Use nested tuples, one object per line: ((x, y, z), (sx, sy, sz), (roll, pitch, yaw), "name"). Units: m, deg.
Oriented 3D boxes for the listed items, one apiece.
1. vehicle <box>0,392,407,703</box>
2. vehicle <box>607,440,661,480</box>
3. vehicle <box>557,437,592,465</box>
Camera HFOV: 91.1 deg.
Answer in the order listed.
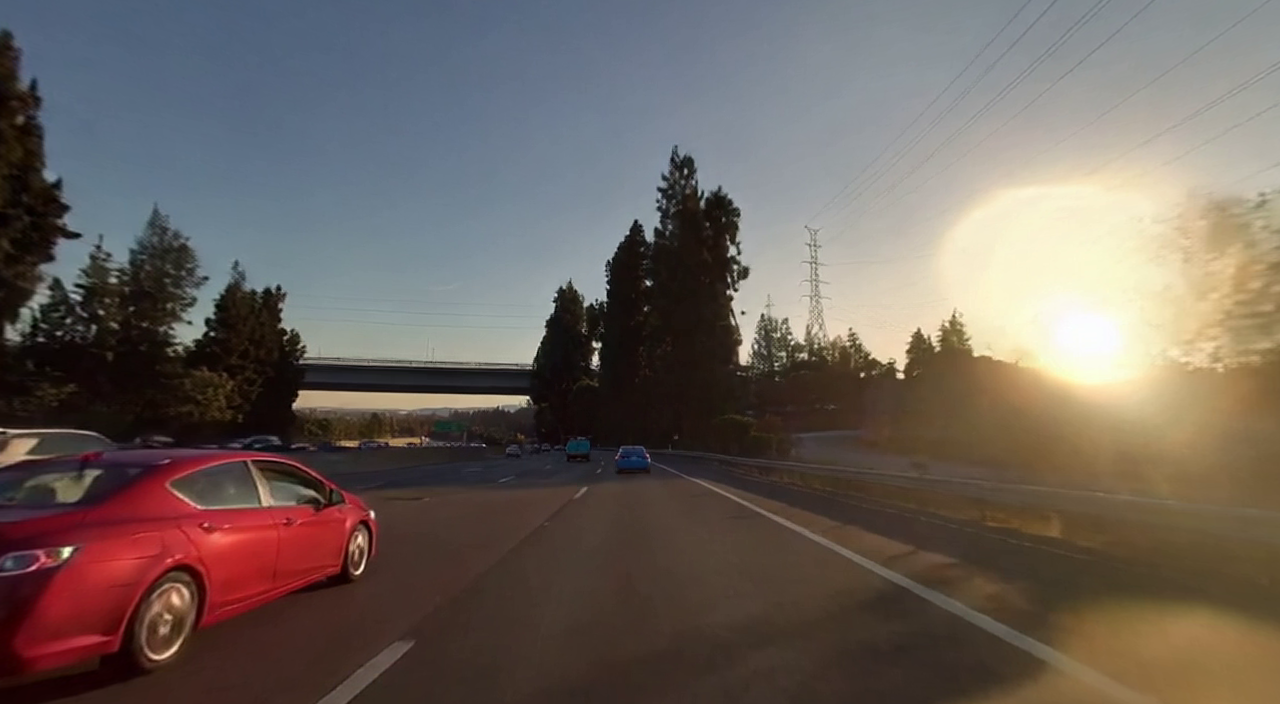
((-3.630, 1.233, 4.604), (2.035, 1.514, 4.600), (0, -9, 0), "vehicle")
((-0.288, 4.260, 25.002), (1.954, 1.460, 3.983), (1, -9, -2), "vehicle")
((-4.411, 6.748, 42.960), (2.174, 1.806, 3.932), (1, -9, -3), "vehicle")
